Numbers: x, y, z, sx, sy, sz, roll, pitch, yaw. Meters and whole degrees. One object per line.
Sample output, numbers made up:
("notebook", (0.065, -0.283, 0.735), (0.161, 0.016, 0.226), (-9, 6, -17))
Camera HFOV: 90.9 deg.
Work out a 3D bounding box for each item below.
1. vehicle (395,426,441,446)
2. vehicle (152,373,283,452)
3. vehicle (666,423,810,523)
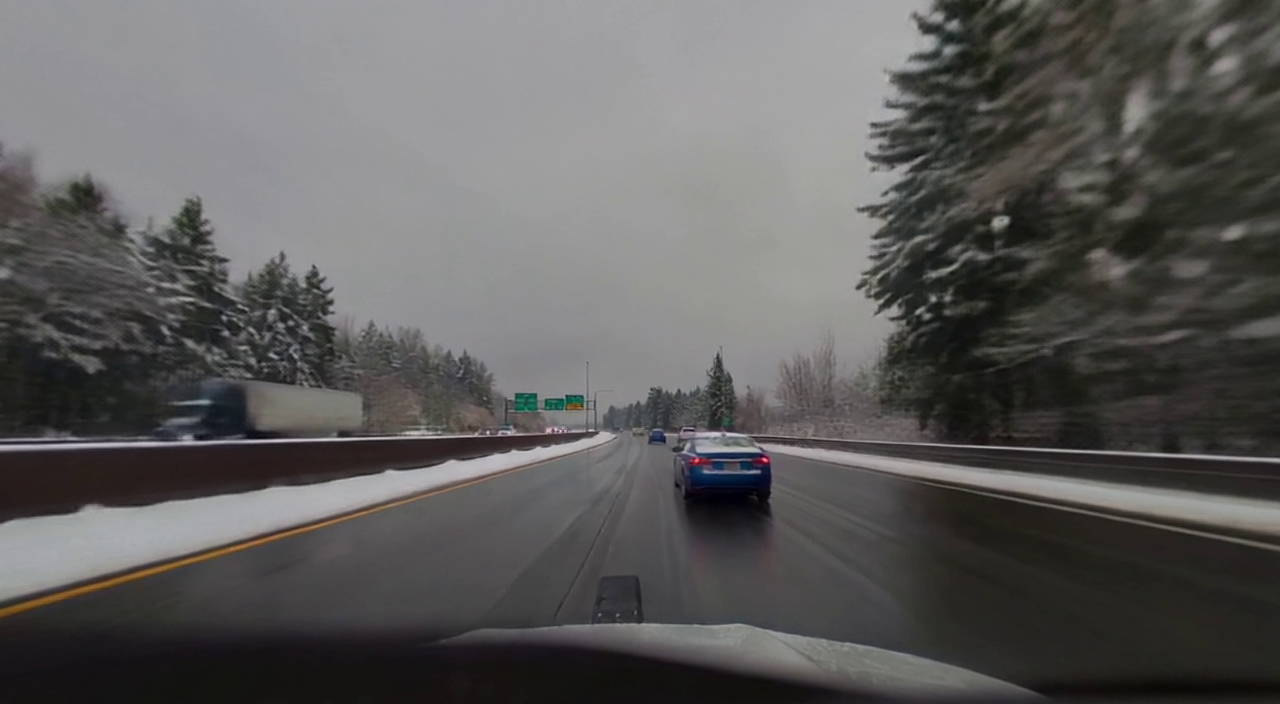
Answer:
("vehicle", (-16.616, 6.315, 47.381), (1.875, 1.454, 4.252), (0, -8, 1))
("vehicle", (-23.091, 3.430, 34.911), (2.981, 4.002, 5.893), (0, -8, 1))
("vehicle", (1.520, 2.053, 11.393), (1.977, 1.443, 4.225), (0, -8, 1))
